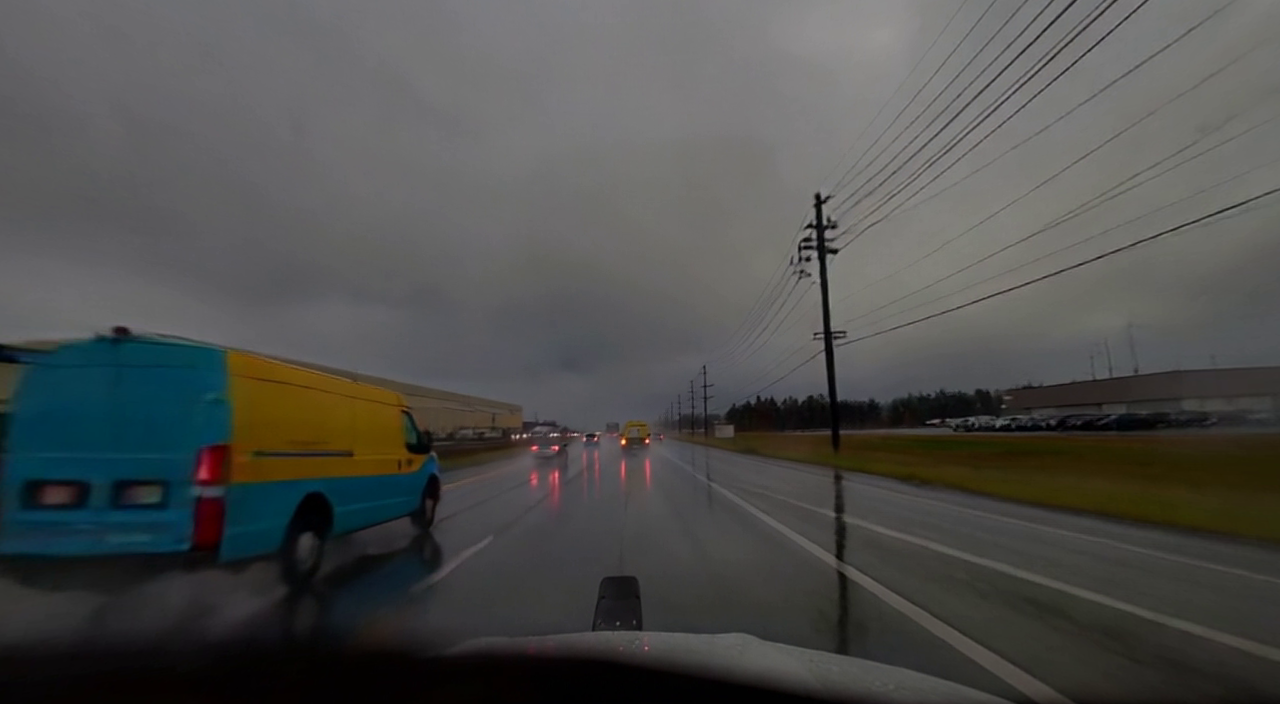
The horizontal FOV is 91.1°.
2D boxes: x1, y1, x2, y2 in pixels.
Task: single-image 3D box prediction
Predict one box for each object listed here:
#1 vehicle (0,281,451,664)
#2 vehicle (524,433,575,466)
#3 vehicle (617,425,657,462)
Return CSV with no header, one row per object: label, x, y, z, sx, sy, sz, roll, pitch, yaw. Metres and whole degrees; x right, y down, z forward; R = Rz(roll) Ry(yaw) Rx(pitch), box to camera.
vehicle,-4.144,1.109,6.882,2.388,2.410,5.787,0,-8,-1
vehicle,-4.588,4.970,32.394,2.058,1.557,4.125,0,-8,0
vehicle,-0.196,5.342,36.913,2.213,1.997,4.456,0,-8,-1
